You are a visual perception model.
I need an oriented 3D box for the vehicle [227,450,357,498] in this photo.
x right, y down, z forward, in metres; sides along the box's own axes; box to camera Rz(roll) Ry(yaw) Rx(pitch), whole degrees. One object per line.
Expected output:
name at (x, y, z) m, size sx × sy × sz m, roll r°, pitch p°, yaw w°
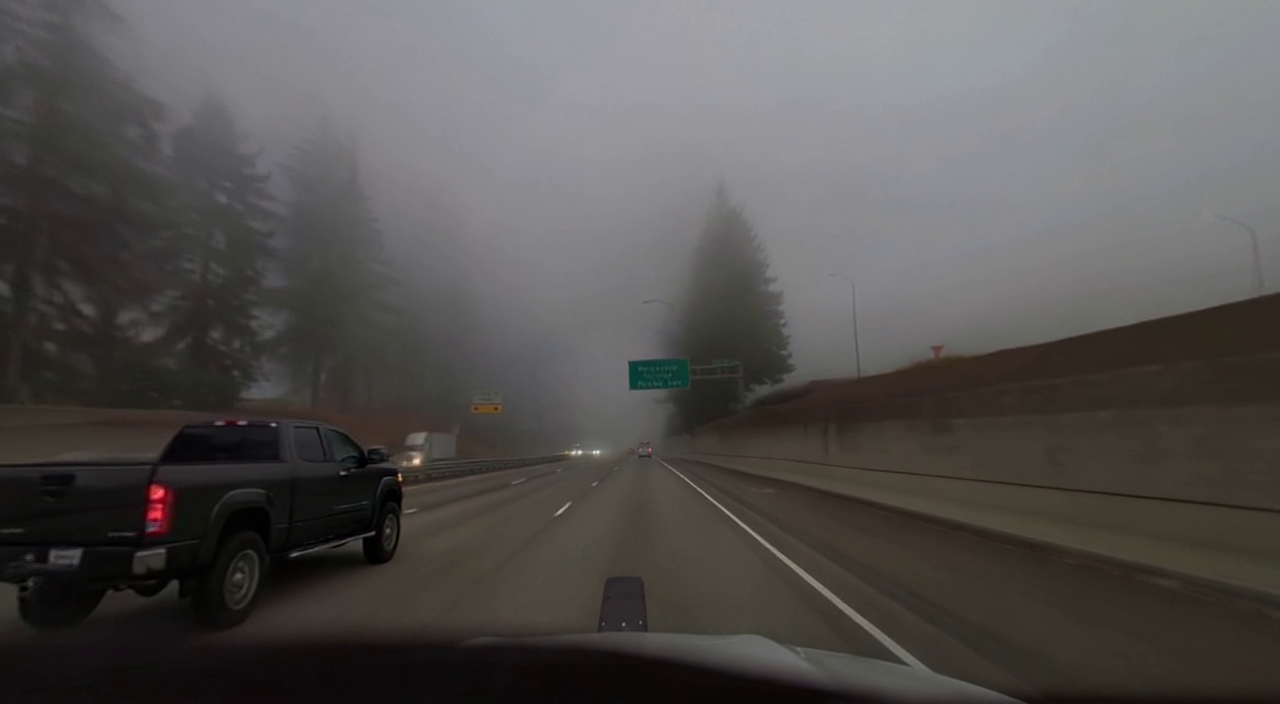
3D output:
vehicle at (-14.779, 5.177, 27.321) m, size 2.297 × 1.762 × 5.728 m, roll 0°, pitch -8°, yaw 1°

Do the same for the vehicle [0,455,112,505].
vehicle at (-23.292, 4.840, 23.931) m, size 2.056 × 1.728 × 5.167 m, roll -3°, pitch -9°, yaw 0°
